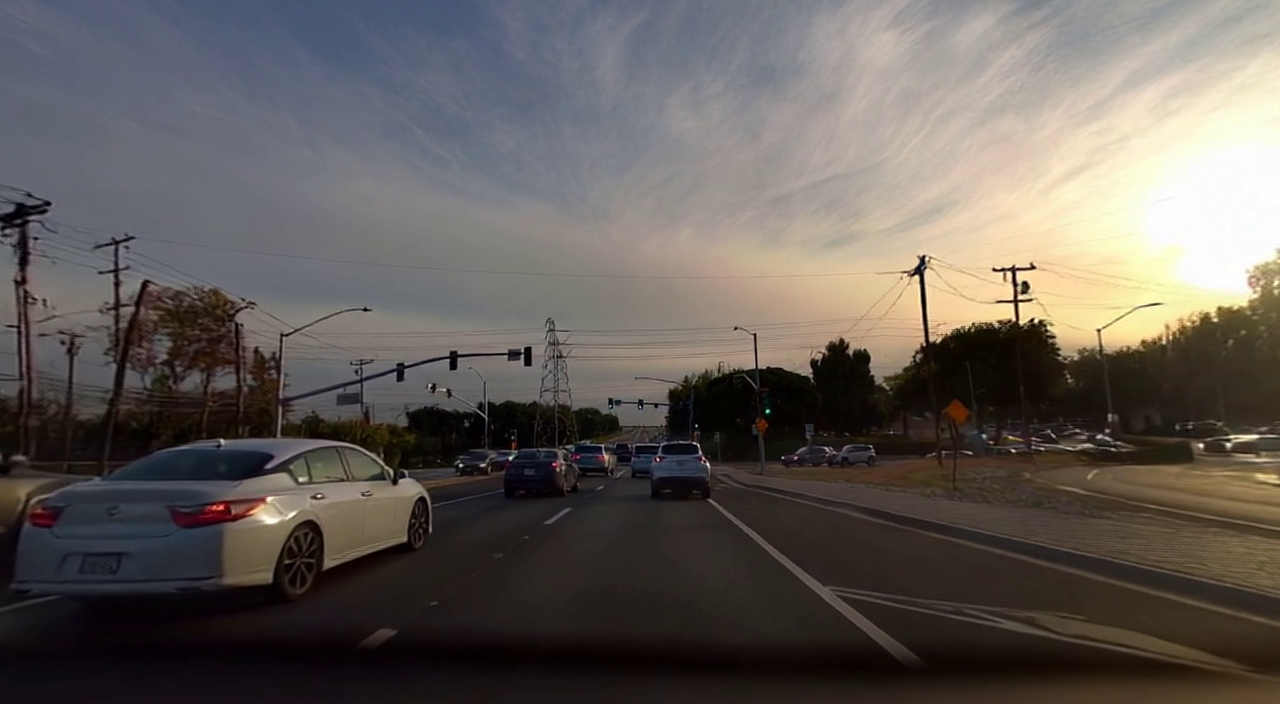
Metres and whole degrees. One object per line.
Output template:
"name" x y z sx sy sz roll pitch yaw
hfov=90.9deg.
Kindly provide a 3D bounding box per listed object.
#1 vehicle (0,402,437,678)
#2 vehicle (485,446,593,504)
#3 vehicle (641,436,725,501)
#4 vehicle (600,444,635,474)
"vehicle" -3.765 1.450 6.046 2.018 1.621 4.441 0 -9 2
"vehicle" -2.712 3.440 18.089 2.105 1.436 4.311 -1 -9 4
"vehicle" 1.209 3.360 18.569 2.205 1.691 3.937 -1 -9 2
"vehicle" -1.367 6.662 39.556 1.788 1.773 3.731 -1 -9 5
